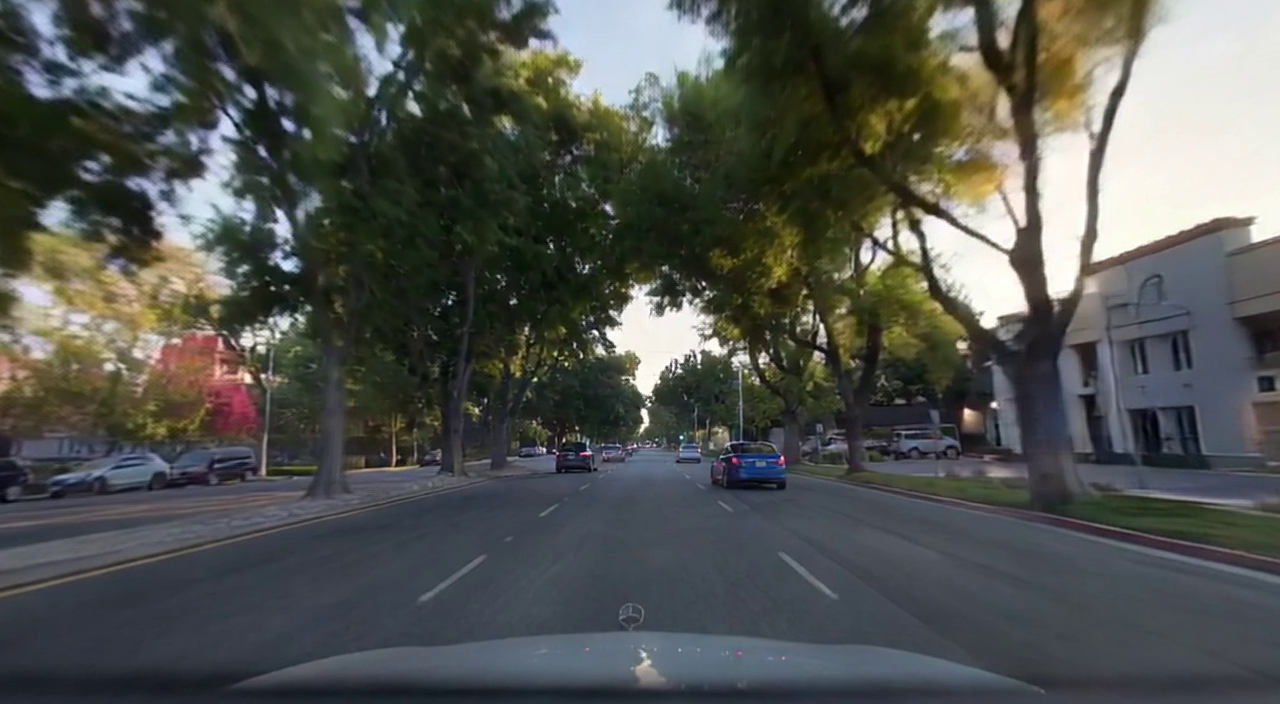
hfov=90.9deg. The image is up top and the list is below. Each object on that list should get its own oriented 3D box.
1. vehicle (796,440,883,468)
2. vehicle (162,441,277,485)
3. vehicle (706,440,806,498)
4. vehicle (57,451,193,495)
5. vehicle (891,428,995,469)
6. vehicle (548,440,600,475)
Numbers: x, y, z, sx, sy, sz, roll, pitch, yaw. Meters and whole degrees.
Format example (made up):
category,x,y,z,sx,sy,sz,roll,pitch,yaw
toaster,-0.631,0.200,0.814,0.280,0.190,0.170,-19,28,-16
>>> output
category,x,y,z,sx,sy,sz,roll,pitch,yaw
vehicle,13.962,7.148,44.290,5.342,1.867,2.147,1,-8,-7
vehicle,-22.259,5.871,33.707,2.255,2.117,5.319,-1,-8,3
vehicle,3.227,3.343,18.524,2.083,1.474,4.360,0,-8,-1
vehicle,-22.267,5.227,27.567,1.887,1.669,4.753,0,-8,1
vehicle,16.794,5.369,35.344,2.160,2.093,5.795,1,-8,-10
vehicle,-3.254,5.315,32.079,2.113,1.626,4.129,0,-8,1
